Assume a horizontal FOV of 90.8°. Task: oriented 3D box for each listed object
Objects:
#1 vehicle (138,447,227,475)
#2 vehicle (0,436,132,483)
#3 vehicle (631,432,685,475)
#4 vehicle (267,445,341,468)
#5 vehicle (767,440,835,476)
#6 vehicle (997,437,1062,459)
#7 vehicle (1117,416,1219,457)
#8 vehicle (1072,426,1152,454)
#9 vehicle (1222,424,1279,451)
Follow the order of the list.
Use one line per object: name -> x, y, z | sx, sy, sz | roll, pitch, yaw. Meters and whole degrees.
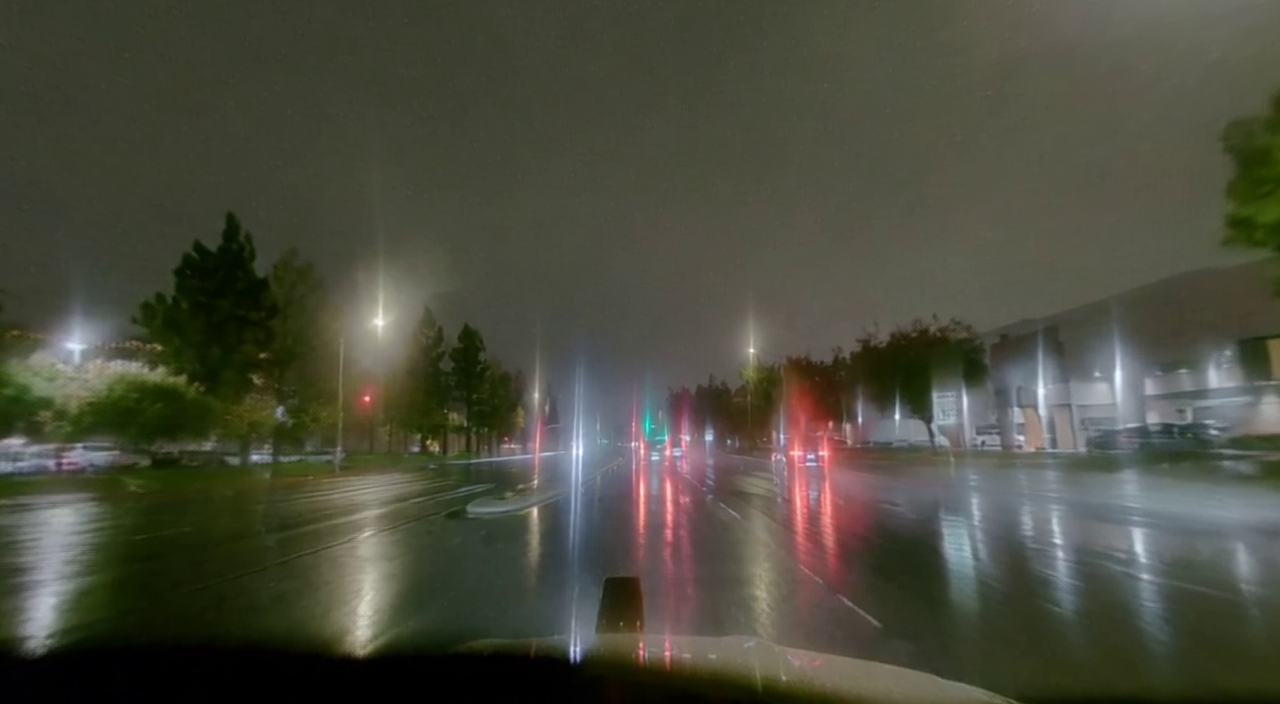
vehicle -> -29.691, 7.064, 41.087 | 4.251, 1.598, 1.925 | -2, -10, -2
vehicle -> -30.323, 5.614, 33.221 | 5.278, 2.181, 1.993 | -1, -6, -5
vehicle -> 0.732, 4.615, 28.959 | 2.227, 1.794, 4.457 | 0, -8, -2
vehicle -> -26.280, 8.178, 49.510 | 4.541, 1.676, 2.063 | 0, -8, 1
vehicle -> 7.563, 4.998, 30.085 | 2.029, 1.548, 4.422 | 0, -8, -1
vehicle -> 26.533, 6.565, 43.184 | 1.887, 1.419, 4.191 | 0, -9, 2
vehicle -> 34.966, 5.697, 42.083 | 2.537, 2.468, 5.020 | 0, -9, 3
vehicle -> 31.965, 6.017, 43.001 | 1.924, 1.809, 4.977 | -1, -8, 5
vehicle -> 42.078, 5.755, 42.321 | 1.860, 1.717, 4.716 | -1, -8, 4
